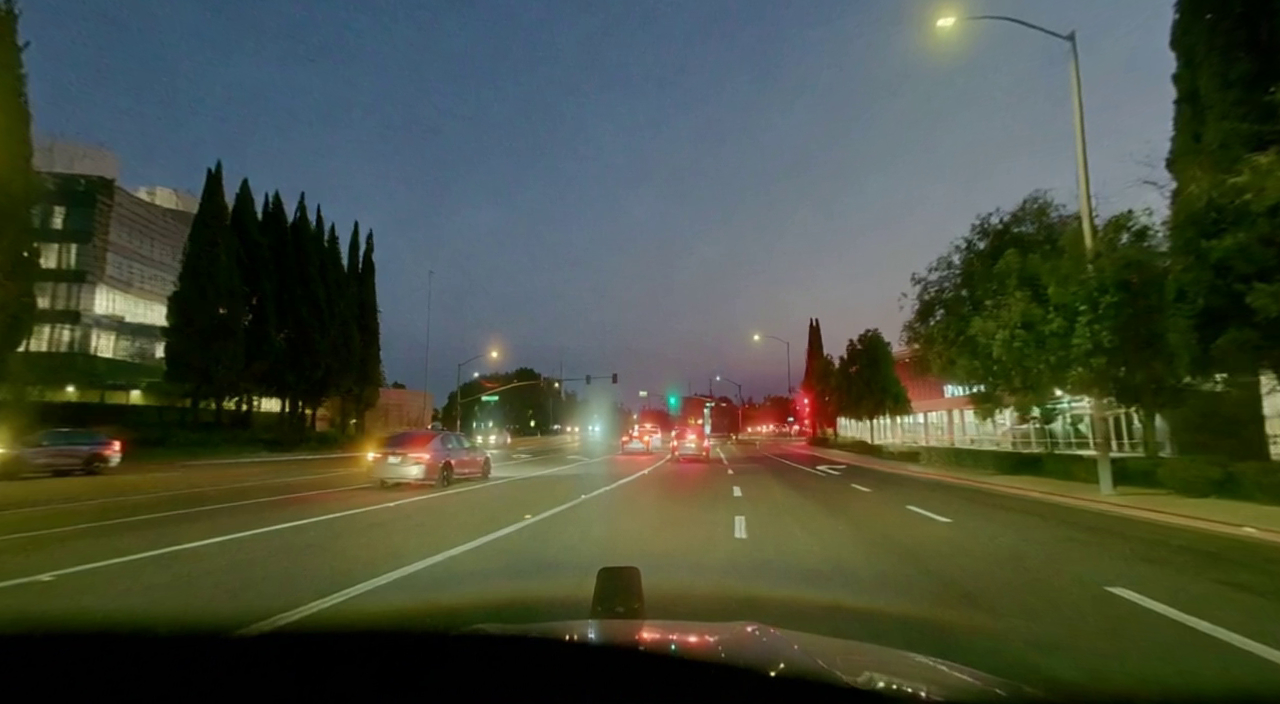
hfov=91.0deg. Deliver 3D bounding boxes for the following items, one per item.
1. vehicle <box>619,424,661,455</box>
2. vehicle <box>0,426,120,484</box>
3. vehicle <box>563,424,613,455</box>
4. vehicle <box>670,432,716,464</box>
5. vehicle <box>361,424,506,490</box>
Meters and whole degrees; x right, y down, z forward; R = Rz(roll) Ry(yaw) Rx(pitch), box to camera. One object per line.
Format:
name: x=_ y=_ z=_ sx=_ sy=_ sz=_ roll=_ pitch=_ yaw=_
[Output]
vehicle: x=0.053 y=5.646 z=40.476 sx=2.188 sy=1.892 sz=4.488 roll=-1 pitch=-9 yaw=6
vehicle: x=-20.162 y=3.346 z=20.636 sx=1.969 sy=1.738 sz=4.539 roll=-1 pitch=-9 yaw=7
vehicle: x=-3.050 y=5.366 z=38.375 sx=2.078 sy=1.787 sz=5.006 roll=-1 pitch=-9 yaw=6
vehicle: x=2.790 y=4.917 z=32.372 sx=2.109 sy=1.500 sz=4.585 roll=-1 pitch=-9 yaw=8
vehicle: x=-5.299 y=2.765 z=16.865 sx=2.010 sy=1.515 sz=4.152 roll=-1 pitch=-9 yaw=8
